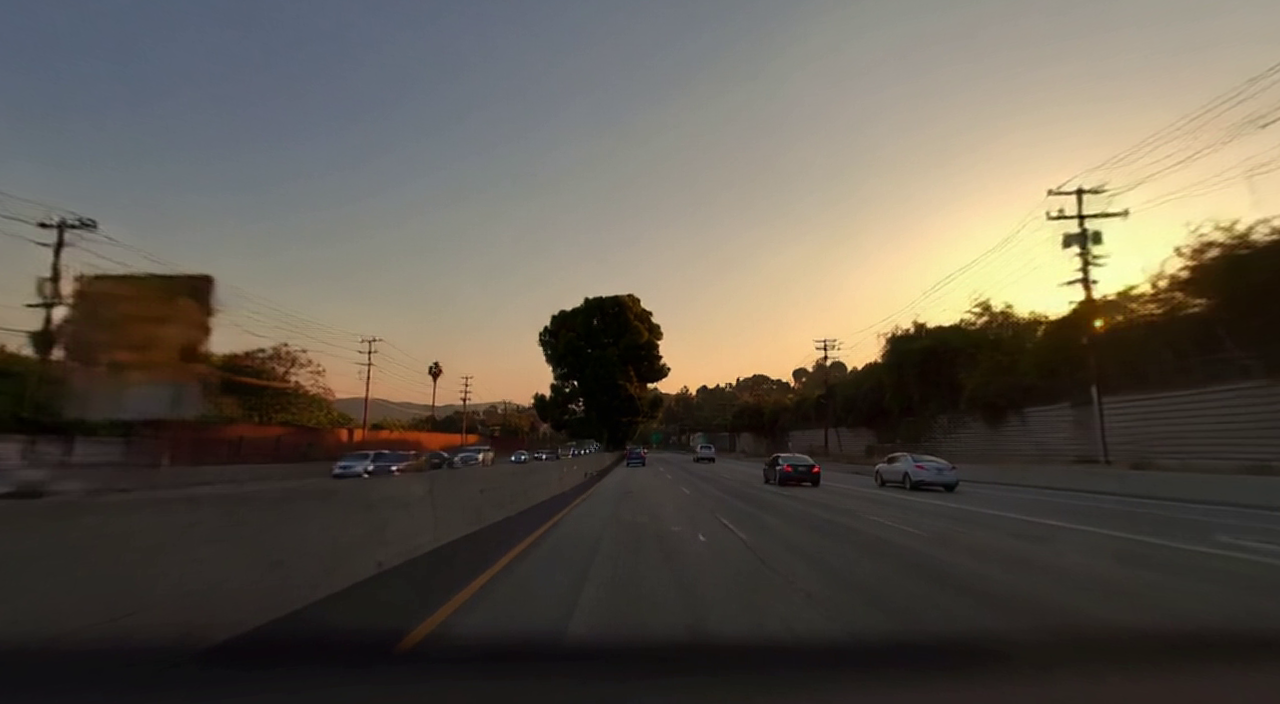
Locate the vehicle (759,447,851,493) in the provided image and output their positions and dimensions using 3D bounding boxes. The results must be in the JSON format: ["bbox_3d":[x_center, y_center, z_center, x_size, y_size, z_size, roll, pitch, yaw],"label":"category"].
[{"bbox_3d":[5.903,4.254,23.233,2.069,1.520,4.614,0,-9,-1],"label":"vehicle"}]

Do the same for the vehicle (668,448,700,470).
[{"bbox_3d":[3.189,7.888,46.732,1.981,1.480,4.316,0,-9,-1],"label":"vehicle"}]

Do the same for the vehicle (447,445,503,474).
[{"bbox_3d":[-10.271,6.701,39.664,2.288,1.735,4.468,0,-9,0],"label":"vehicle"}]

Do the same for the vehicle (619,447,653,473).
[{"bbox_3d":[-0.273,6.663,39.104,1.993,1.506,3.883,0,-9,-1],"label":"vehicle"}]

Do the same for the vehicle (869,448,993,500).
[{"bbox_3d":[9.586,4.015,21.259,1.969,1.506,4.422,0,-9,-1],"label":"vehicle"}]

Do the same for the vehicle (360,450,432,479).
[{"bbox_3d":[-13.549,6.245,35.469,2.133,1.485,4.644,0,-9,1],"label":"vehicle"}]
